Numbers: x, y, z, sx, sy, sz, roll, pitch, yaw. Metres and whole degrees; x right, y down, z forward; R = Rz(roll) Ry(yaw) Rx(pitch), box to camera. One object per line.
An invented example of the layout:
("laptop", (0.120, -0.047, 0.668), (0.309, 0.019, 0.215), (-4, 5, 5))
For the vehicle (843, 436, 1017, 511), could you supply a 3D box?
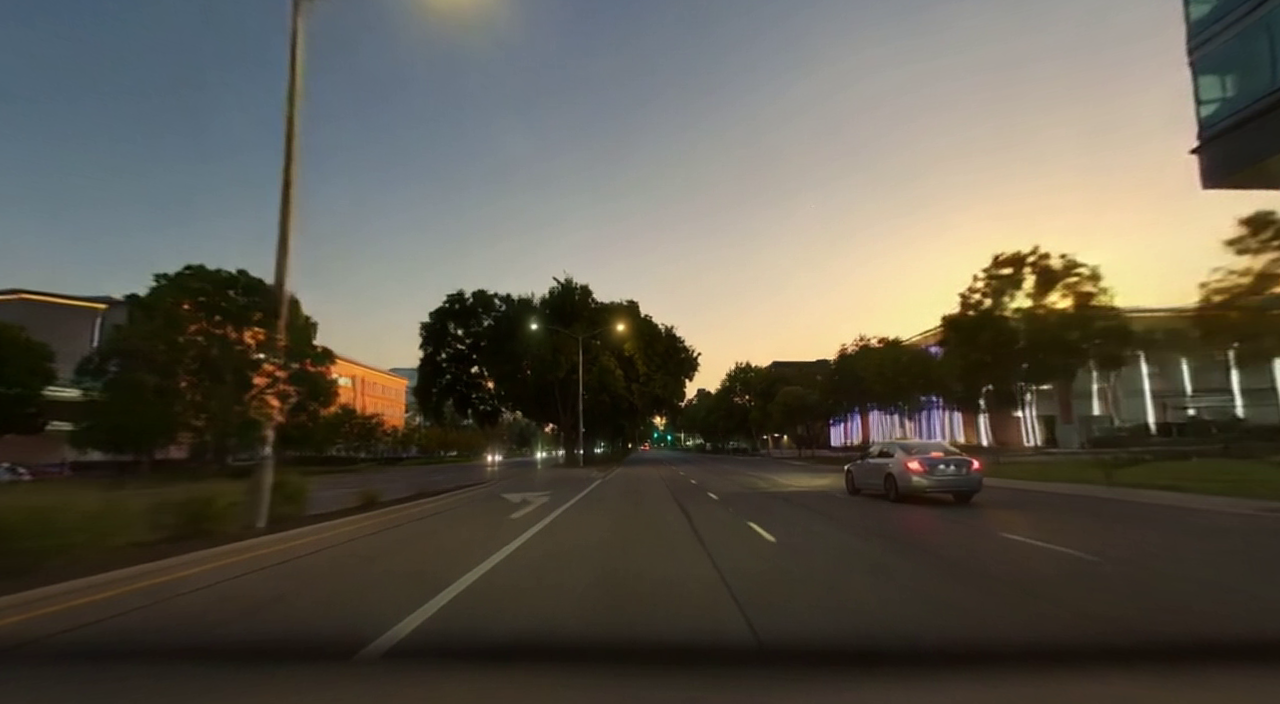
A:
("vehicle", (6.703, 2.846, 15.330), (1.913, 1.504, 4.738), (0, -8, -1))
